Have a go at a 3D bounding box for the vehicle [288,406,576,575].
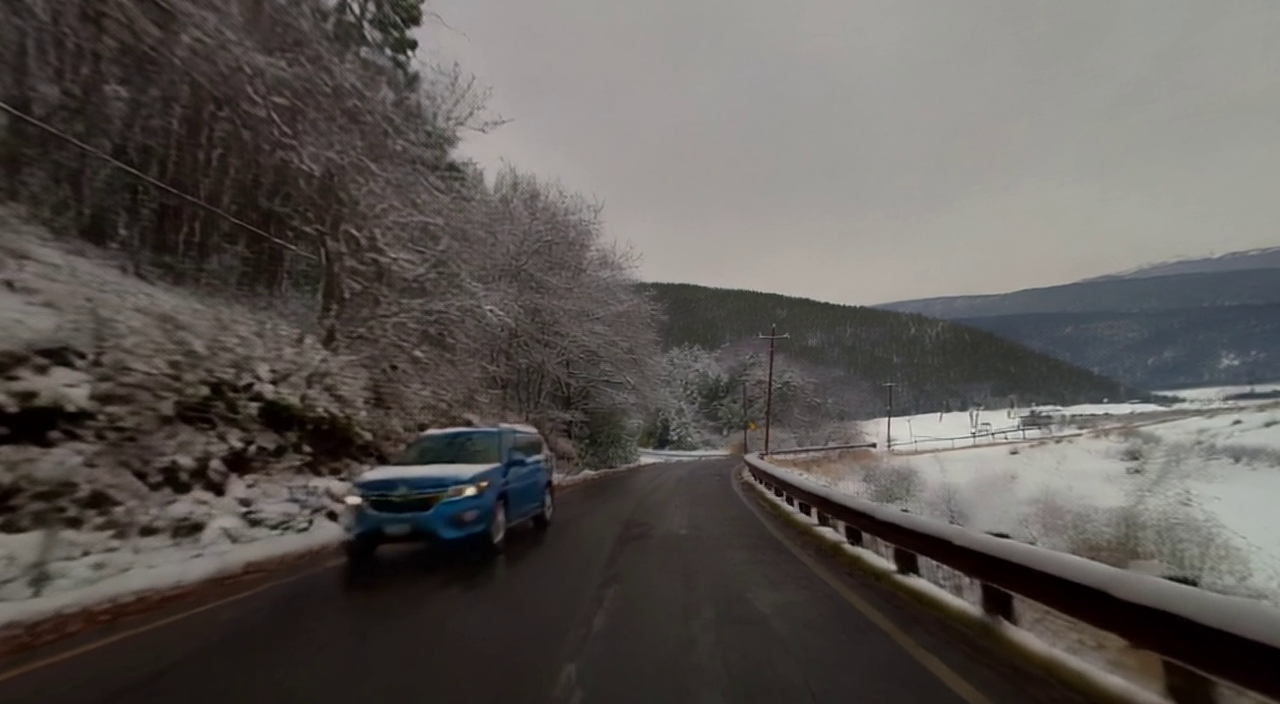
[{"bbox_3d":[-2.534,1.864,9.350,2.251,1.799,4.776,-1,-9,6],"label":"vehicle"}]
